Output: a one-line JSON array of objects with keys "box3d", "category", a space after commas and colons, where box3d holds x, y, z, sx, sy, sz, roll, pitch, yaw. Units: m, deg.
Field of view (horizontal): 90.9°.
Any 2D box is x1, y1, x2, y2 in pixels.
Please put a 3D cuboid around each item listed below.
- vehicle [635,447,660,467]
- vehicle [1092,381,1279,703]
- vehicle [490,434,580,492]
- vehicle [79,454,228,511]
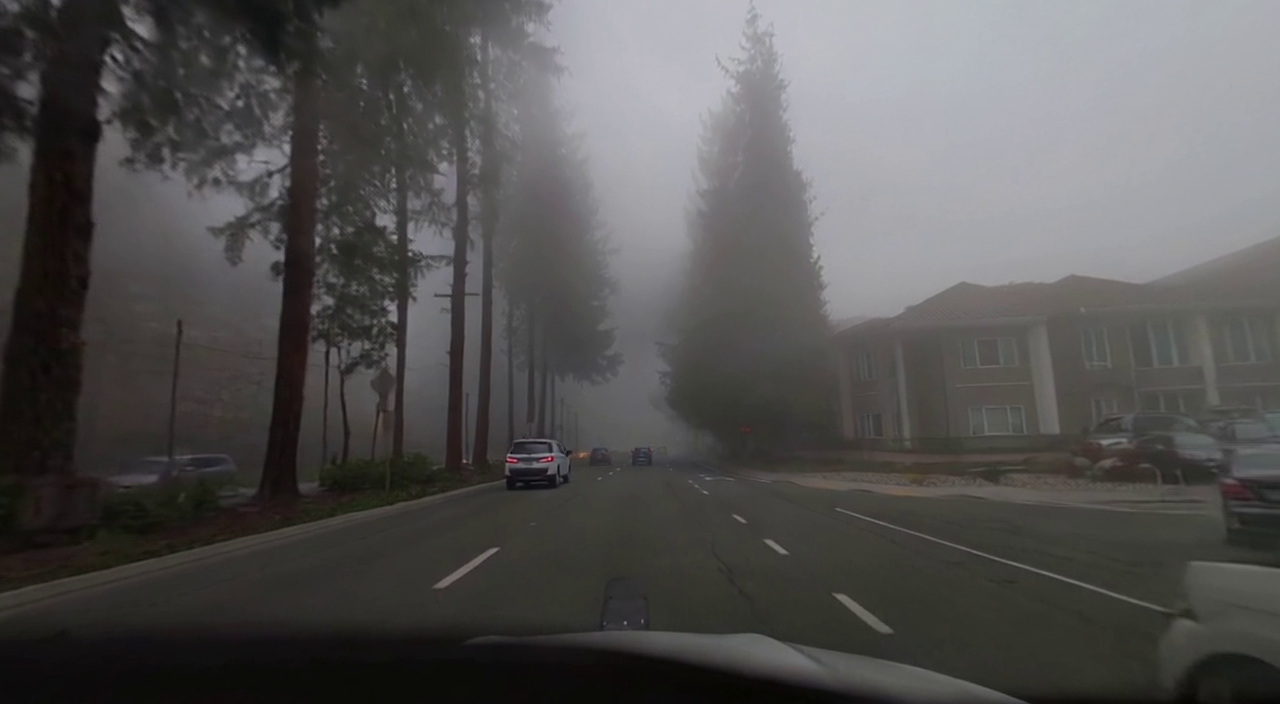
[{"box3d": [0.625, 8.298, 49.961, 1.940, 1.501, 4.133, 0, -8, 1], "category": "vehicle"}, {"box3d": [3.188, 0.676, 0.881, 1.945, 1.530, 4.320, 0, -8, 1], "category": "vehicle"}, {"box3d": [-3.611, 3.940, 22.777, 2.216, 1.828, 4.886, 0, -8, 2], "category": "vehicle"}, {"box3d": [-17.431, 4.643, 22.919, 1.899, 1.790, 4.340, 0, -8, 0], "category": "vehicle"}]
